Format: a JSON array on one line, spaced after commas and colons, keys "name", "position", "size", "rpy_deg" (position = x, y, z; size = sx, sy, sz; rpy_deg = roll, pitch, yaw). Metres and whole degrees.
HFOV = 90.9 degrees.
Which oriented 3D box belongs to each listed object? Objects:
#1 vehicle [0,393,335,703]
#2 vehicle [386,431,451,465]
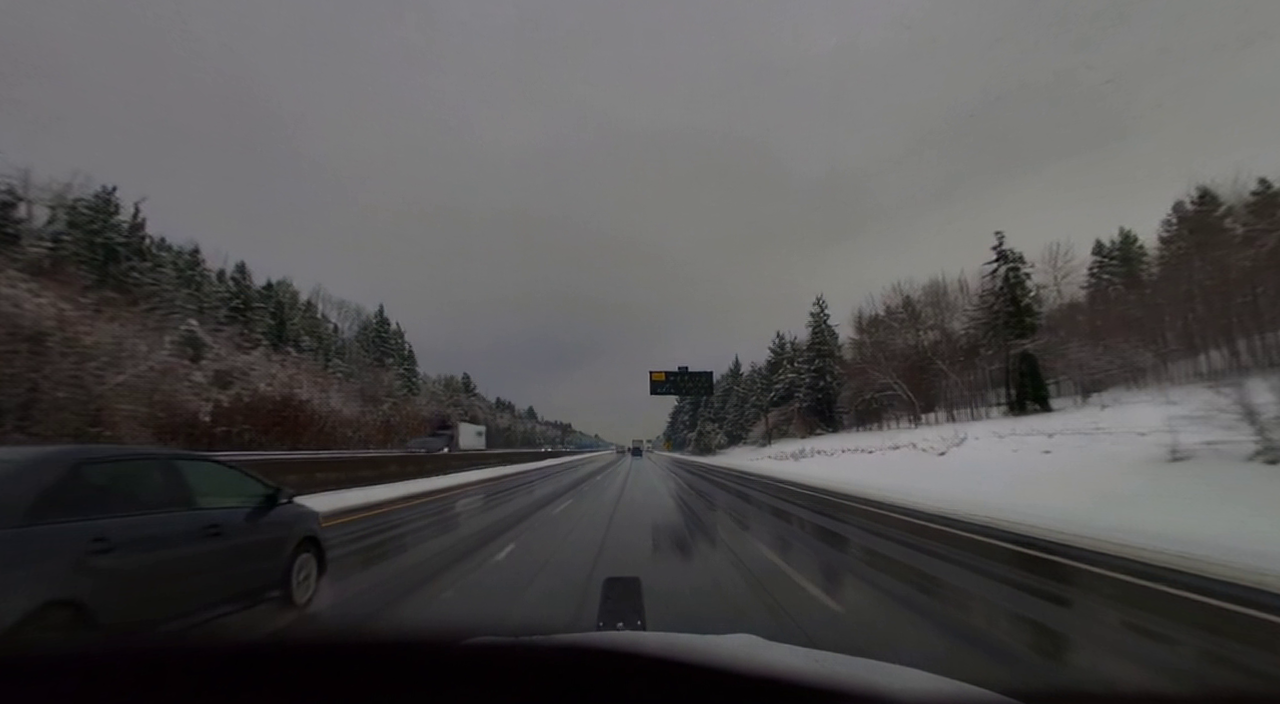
[{"name": "vehicle", "position": [-3.439, 0.981, 2.753], "size": [1.977, 1.520, 4.361], "rpy_deg": [0, -9, 1]}, {"name": "vehicle", "position": [-12.584, 5.494, 36.175], "size": [2.006, 1.802, 4.720], "rpy_deg": [0, -9, 0]}]
